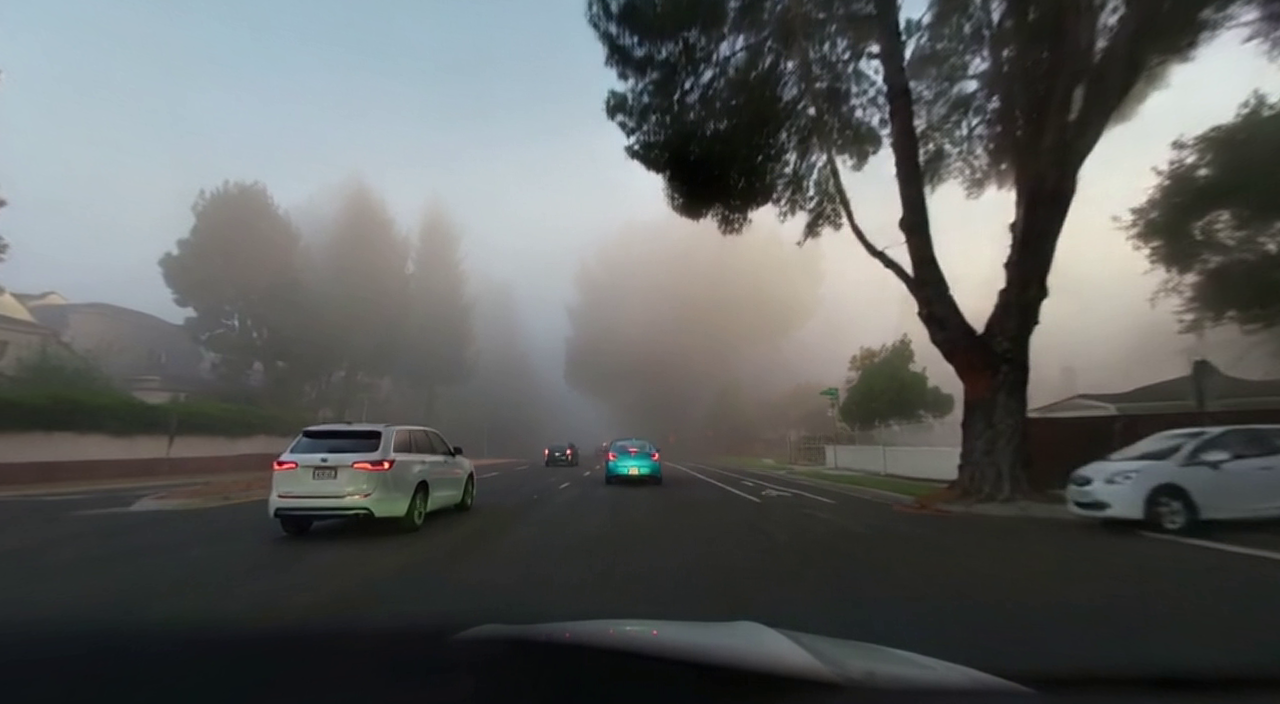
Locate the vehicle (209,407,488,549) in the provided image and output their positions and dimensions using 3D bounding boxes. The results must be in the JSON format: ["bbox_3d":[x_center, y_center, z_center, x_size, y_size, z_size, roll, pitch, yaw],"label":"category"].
[{"bbox_3d":[-4.135,1.888,10.109,2.243,1.722,4.621,0,-8,0],"label":"vehicle"}]

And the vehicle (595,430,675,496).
[{"bbox_3d":[-0.179,3.300,19.164,2.131,1.761,4.242,0,-8,-1],"label":"vehicle"}]

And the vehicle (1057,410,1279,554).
[{"bbox_3d":[8.781,1.734,8.783,4.497,1.743,1.983,0,-8,0],"label":"vehicle"}]

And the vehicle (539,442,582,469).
[{"bbox_3d":[-4.681,6.173,37.833,2.014,1.493,4.658,0,-8,-1],"label":"vehicle"}]
